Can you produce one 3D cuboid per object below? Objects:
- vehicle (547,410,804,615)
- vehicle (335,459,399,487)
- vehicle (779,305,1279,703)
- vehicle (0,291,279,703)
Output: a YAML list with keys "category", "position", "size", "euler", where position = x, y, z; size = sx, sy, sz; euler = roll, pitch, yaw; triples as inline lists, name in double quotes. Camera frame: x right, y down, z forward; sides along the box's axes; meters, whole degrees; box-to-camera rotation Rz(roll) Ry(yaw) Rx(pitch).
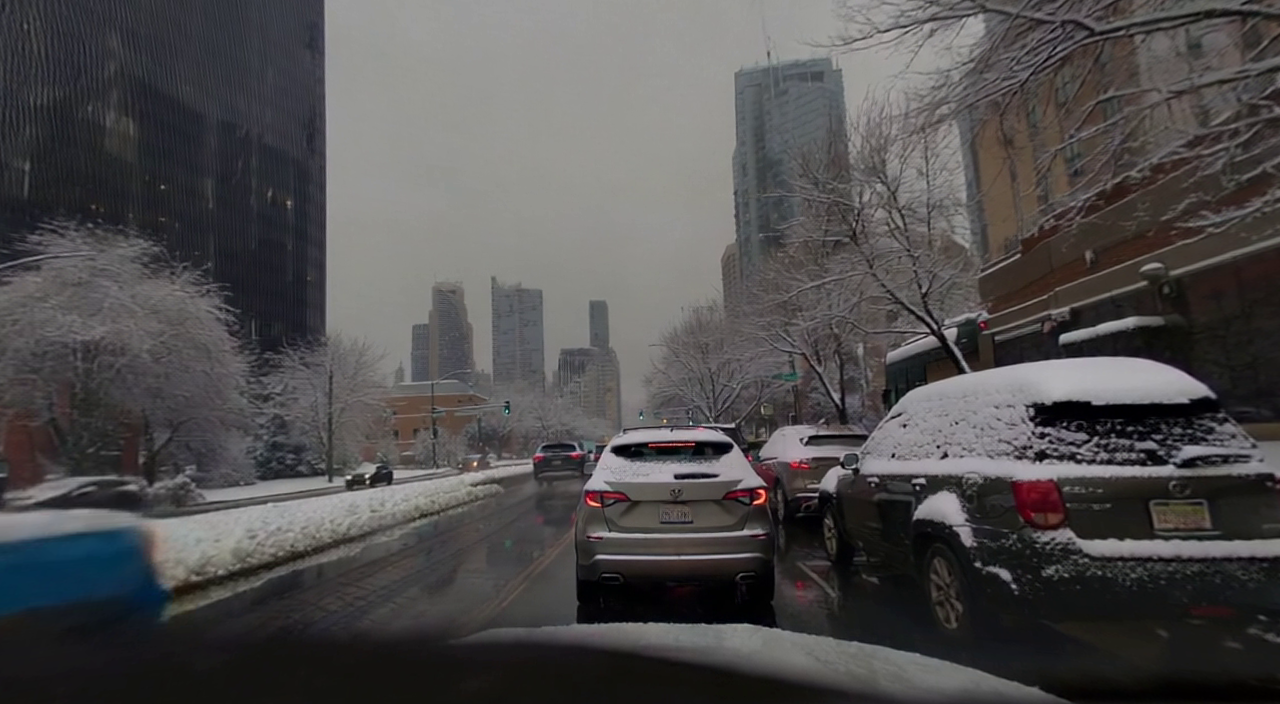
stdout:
- category: "vehicle"
  position: [0.226, 1.547, 6.885]
  size: [2.045, 1.608, 3.573]
  euler: [0, -9, -2]
- category: "vehicle"
  position: [-19.150, 8.480, 44.495]
  size: [2.274, 1.708, 4.863]
  euler: [0, -9, 1]
- category: "vehicle"
  position: [2.731, 1.082, 4.915]
  size: [2.117, 1.855, 4.794]
  euler: [0, -9, -1]
- category: "vehicle"
  position: [-3.231, 0.533, 0.652]
  size: [2.375, 1.847, 5.606]
  euler: [0, -9, 0]
